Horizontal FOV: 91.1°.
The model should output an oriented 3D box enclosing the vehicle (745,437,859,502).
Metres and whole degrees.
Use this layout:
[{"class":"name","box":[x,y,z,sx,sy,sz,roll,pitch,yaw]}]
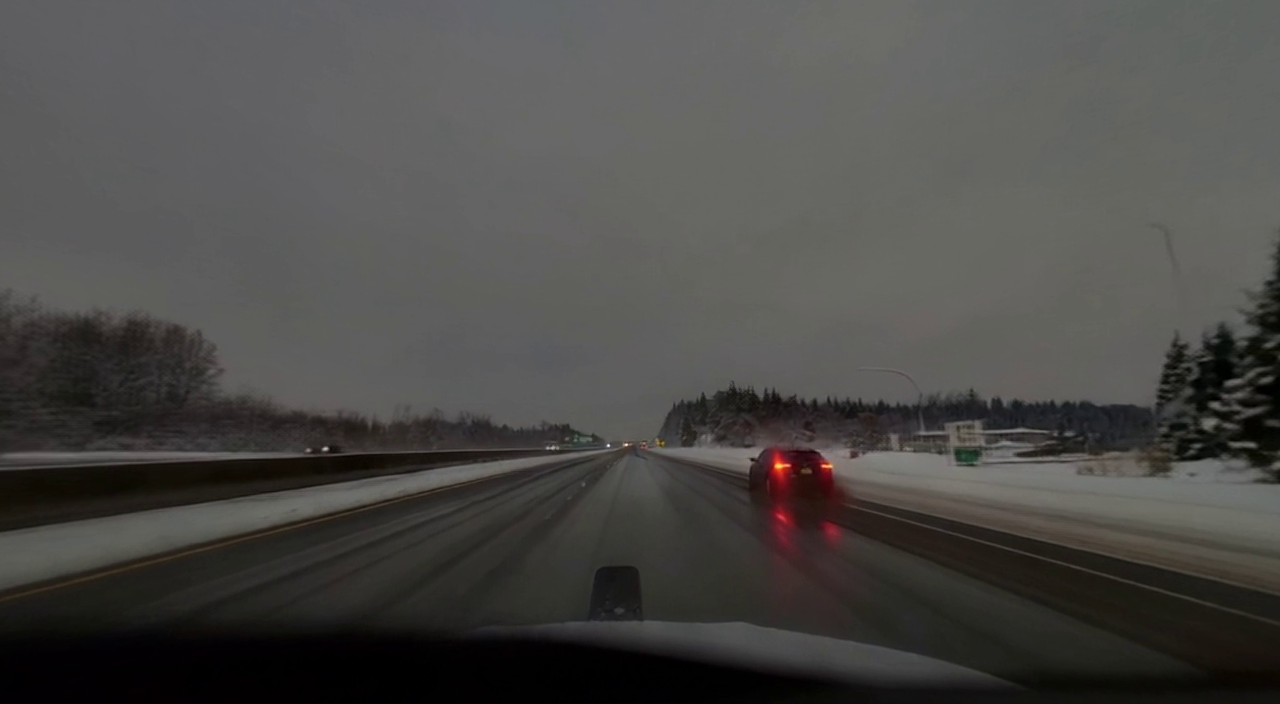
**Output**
[{"class":"vehicle","box":[4.273,3.178,17.328,1.984,1.540,3.973,0,-9,-1]}]
